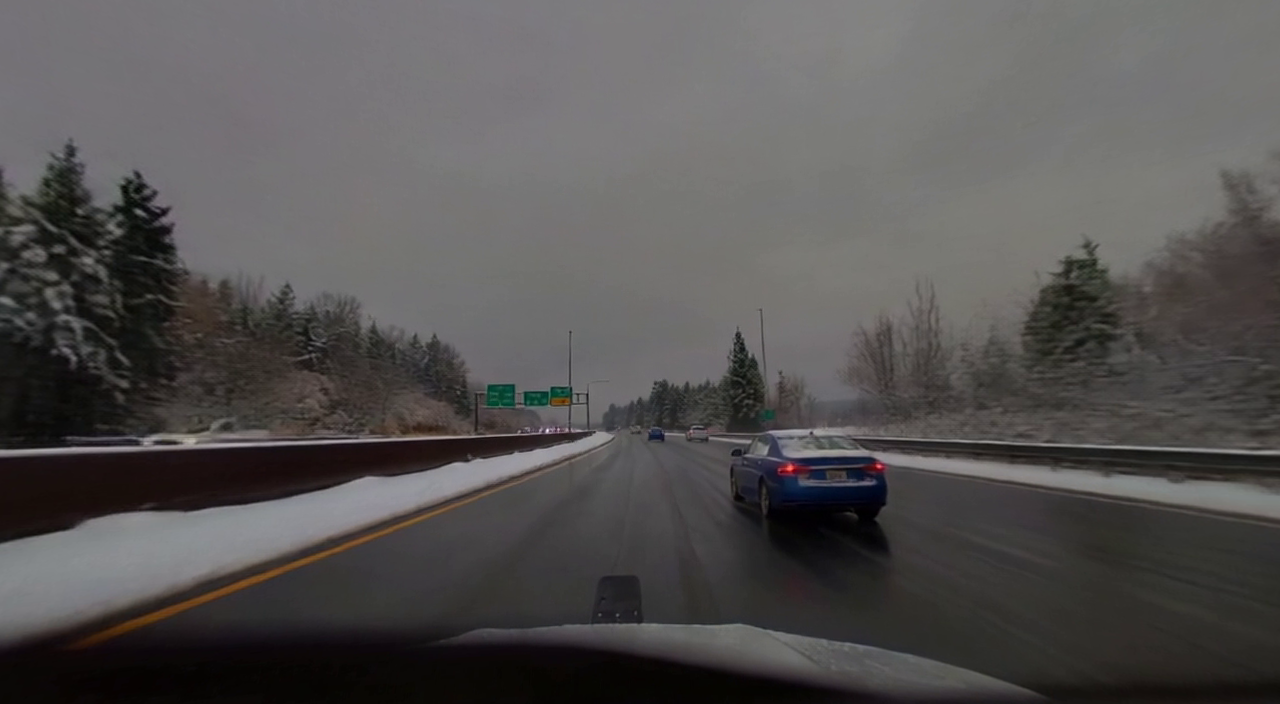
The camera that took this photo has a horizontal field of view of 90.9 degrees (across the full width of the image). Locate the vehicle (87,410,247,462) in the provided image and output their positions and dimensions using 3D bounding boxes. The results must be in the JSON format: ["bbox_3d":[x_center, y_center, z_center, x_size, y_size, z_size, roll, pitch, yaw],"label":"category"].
[{"bbox_3d":[-15.757,2.839,21.353,2.012,1.579,4.363,0,-8,1],"label":"vehicle"}]

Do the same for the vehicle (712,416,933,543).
[{"bbox_3d":[2.338,1.742,9.379,1.977,1.443,4.225,0,-8,-1],"label":"vehicle"}]
